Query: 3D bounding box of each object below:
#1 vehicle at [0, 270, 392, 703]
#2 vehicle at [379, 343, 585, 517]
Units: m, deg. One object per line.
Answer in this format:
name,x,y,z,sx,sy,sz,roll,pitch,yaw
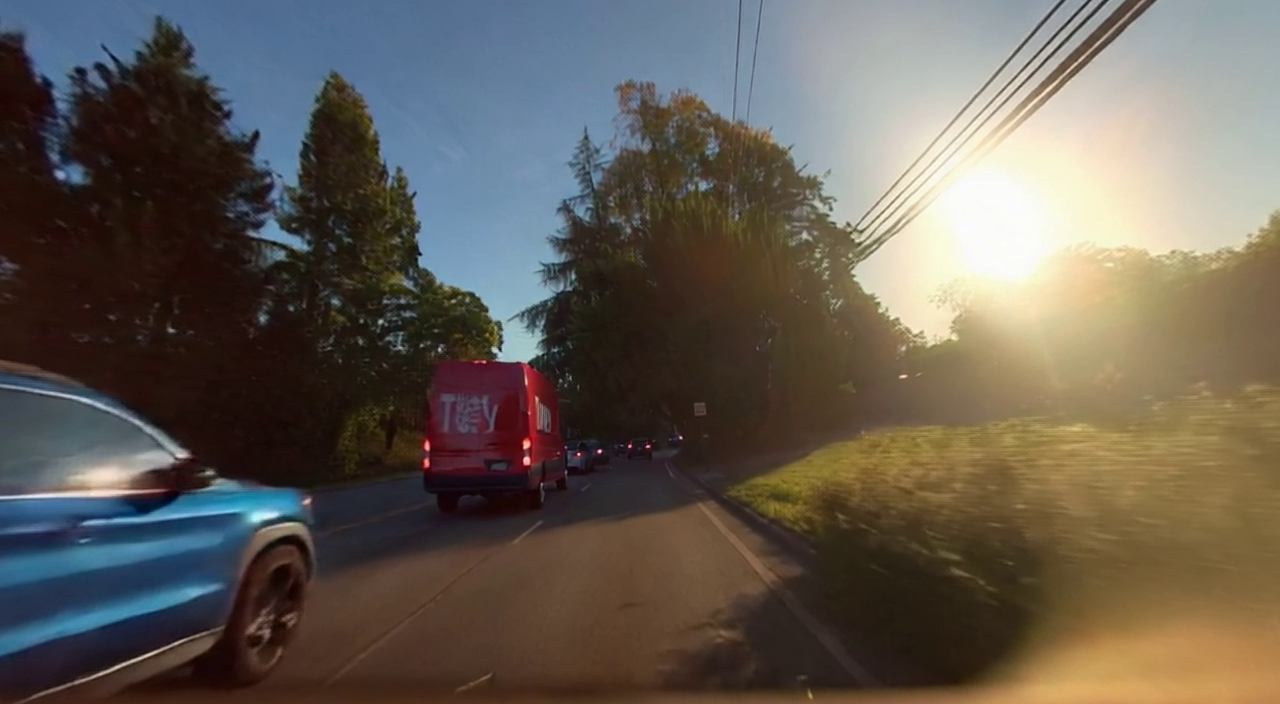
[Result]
vehicle,-2.907,0.658,1.605,2.187,1.821,5.501,0,-8,1
vehicle,-3.283,2.064,16.155,2.818,3.181,9.114,0,-8,0
